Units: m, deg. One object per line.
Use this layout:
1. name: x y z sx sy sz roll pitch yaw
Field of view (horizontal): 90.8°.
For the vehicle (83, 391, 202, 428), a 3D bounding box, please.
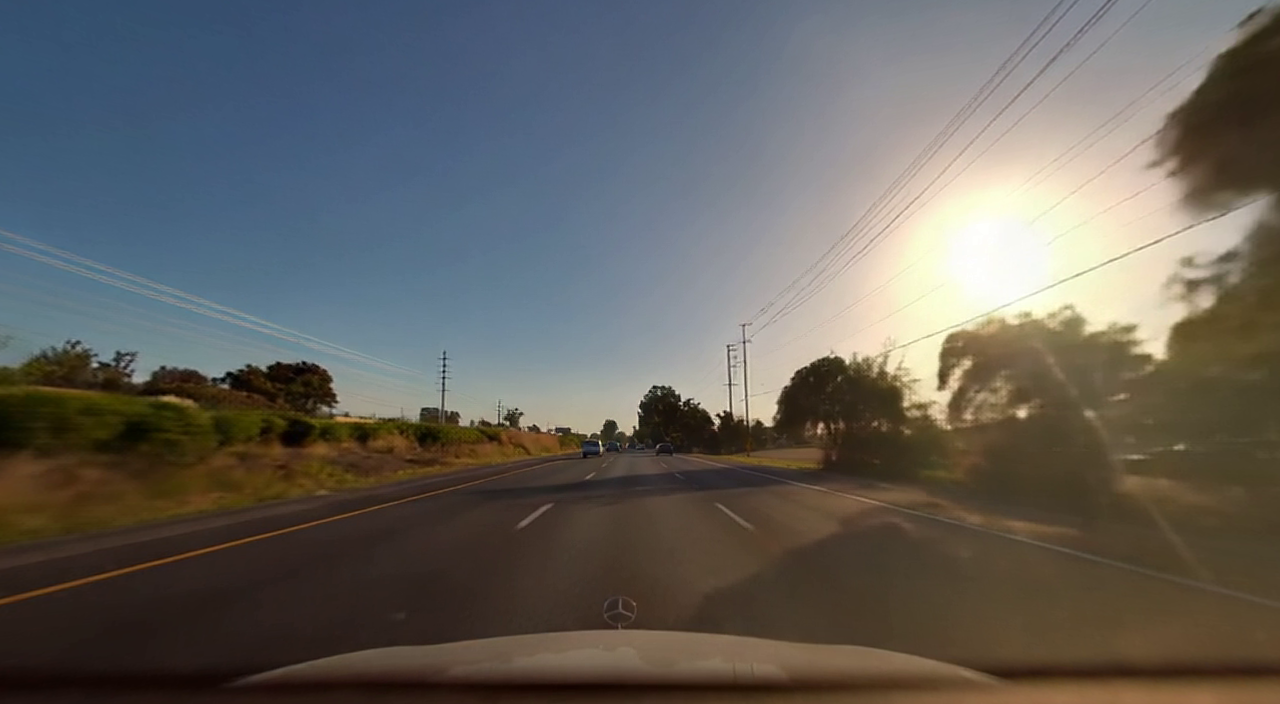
1. vehicle: -24.944 2.955 31.953 2.013 1.582 4.900 0 -8 0
